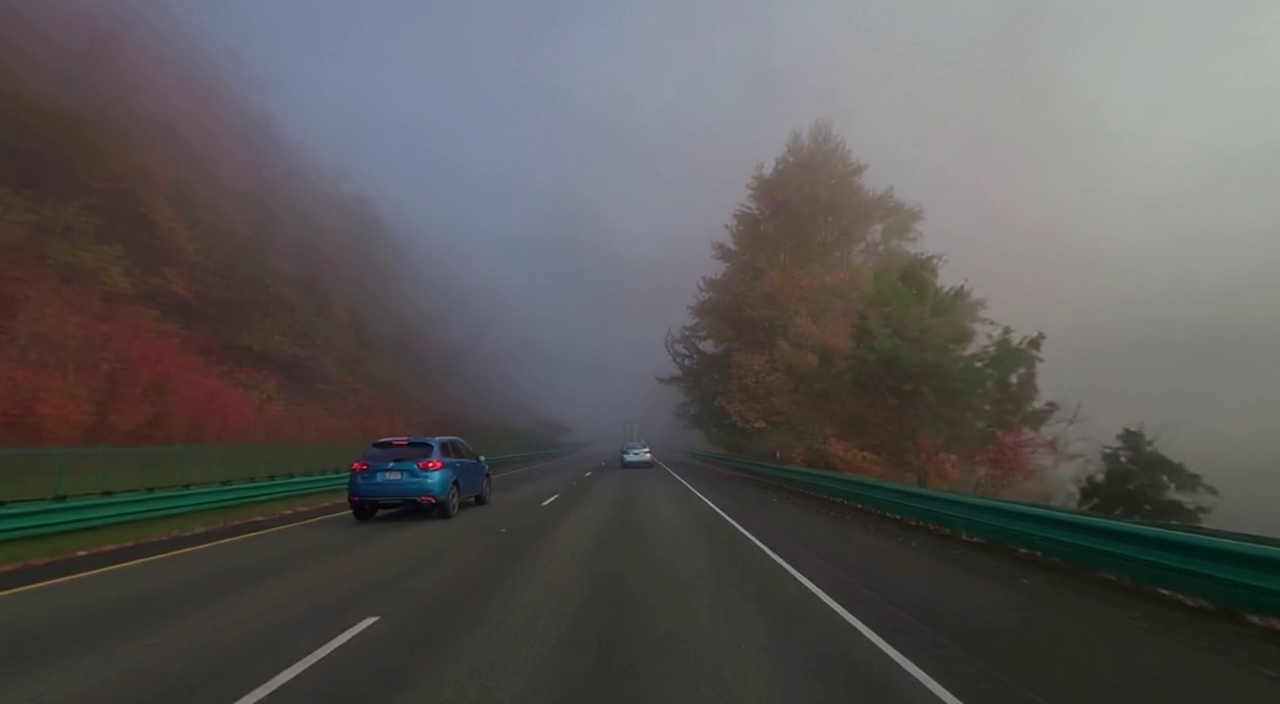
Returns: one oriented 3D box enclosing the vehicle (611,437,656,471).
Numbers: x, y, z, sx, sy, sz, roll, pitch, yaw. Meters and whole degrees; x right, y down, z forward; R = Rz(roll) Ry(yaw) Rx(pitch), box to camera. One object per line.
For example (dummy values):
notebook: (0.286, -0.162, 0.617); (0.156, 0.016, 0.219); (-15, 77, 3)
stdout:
vehicle: (-0.341, 4.920, 30.523); (2.057, 1.516, 4.065); (0, -8, -1)

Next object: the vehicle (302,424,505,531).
vehicle: (-3.910, 2.140, 11.344); (2.054, 1.536, 4.128); (0, -8, 0)
